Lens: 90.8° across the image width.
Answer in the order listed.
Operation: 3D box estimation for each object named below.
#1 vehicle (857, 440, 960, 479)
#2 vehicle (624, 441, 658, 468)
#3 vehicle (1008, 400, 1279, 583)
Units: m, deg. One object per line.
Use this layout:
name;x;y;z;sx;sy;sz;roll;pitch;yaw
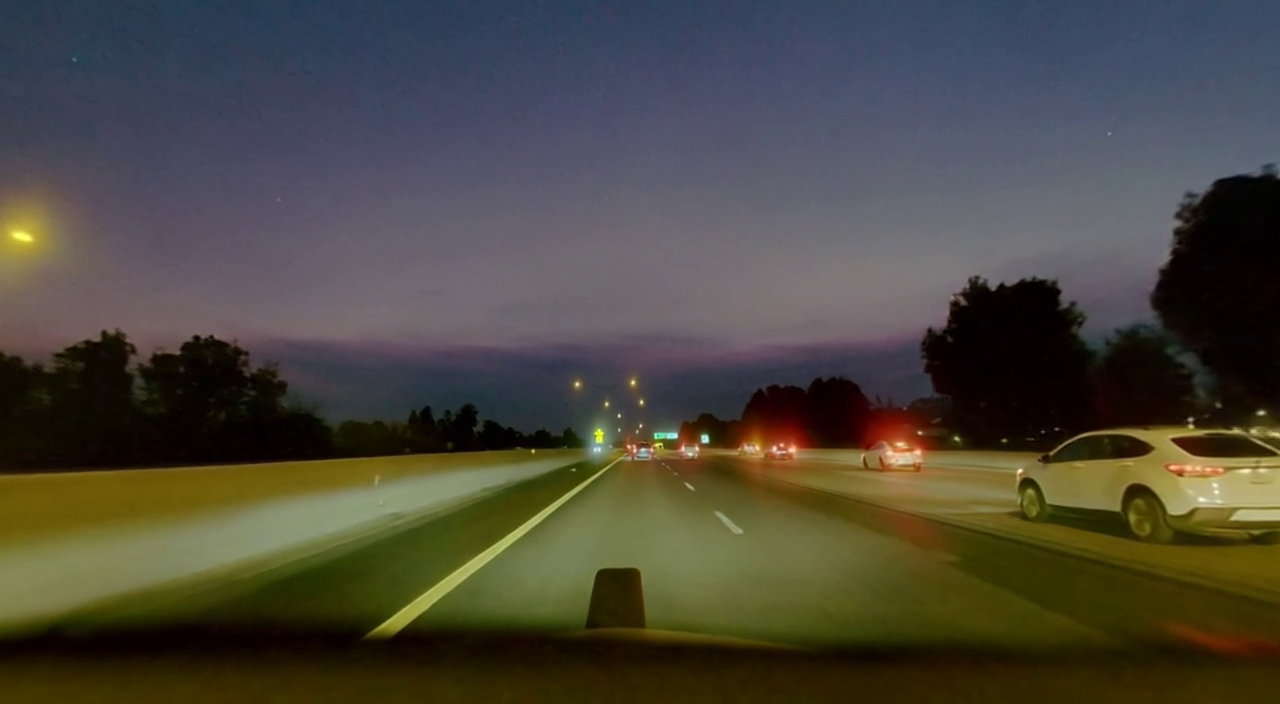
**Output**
vehicle;10.968;4.403;26.284;2.087;1.442;4.834;0;-8;-1
vehicle;0.001;6.459;40.024;1.864;1.566;4.446;-1;-8;-3
vehicle;6.942;1.572;7.759;2.027;1.679;4.543;0;-8;-1
